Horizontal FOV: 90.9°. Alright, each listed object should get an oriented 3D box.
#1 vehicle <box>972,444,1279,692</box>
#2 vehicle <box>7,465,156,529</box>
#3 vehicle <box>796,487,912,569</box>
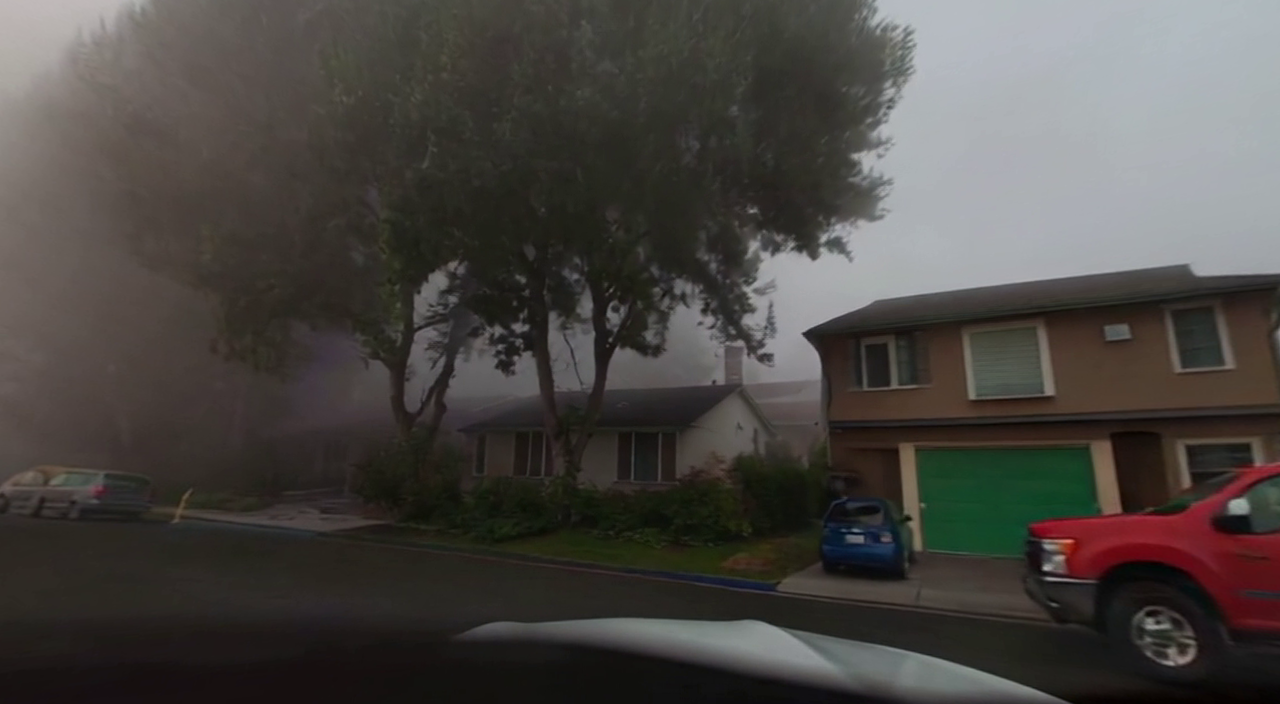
[{"bbox_3d":[6.088,1.735,5.375,5.600,1.835,2.161,-4,-10,29],"label":"vehicle"},{"bbox_3d":[-15.669,3.963,17.671,4.148,1.473,1.744,-4,-10,30],"label":"vehicle"},{"bbox_3d":[5.252,4.134,15.181,1.869,1.460,3.826,-9,-12,27],"label":"vehicle"}]
